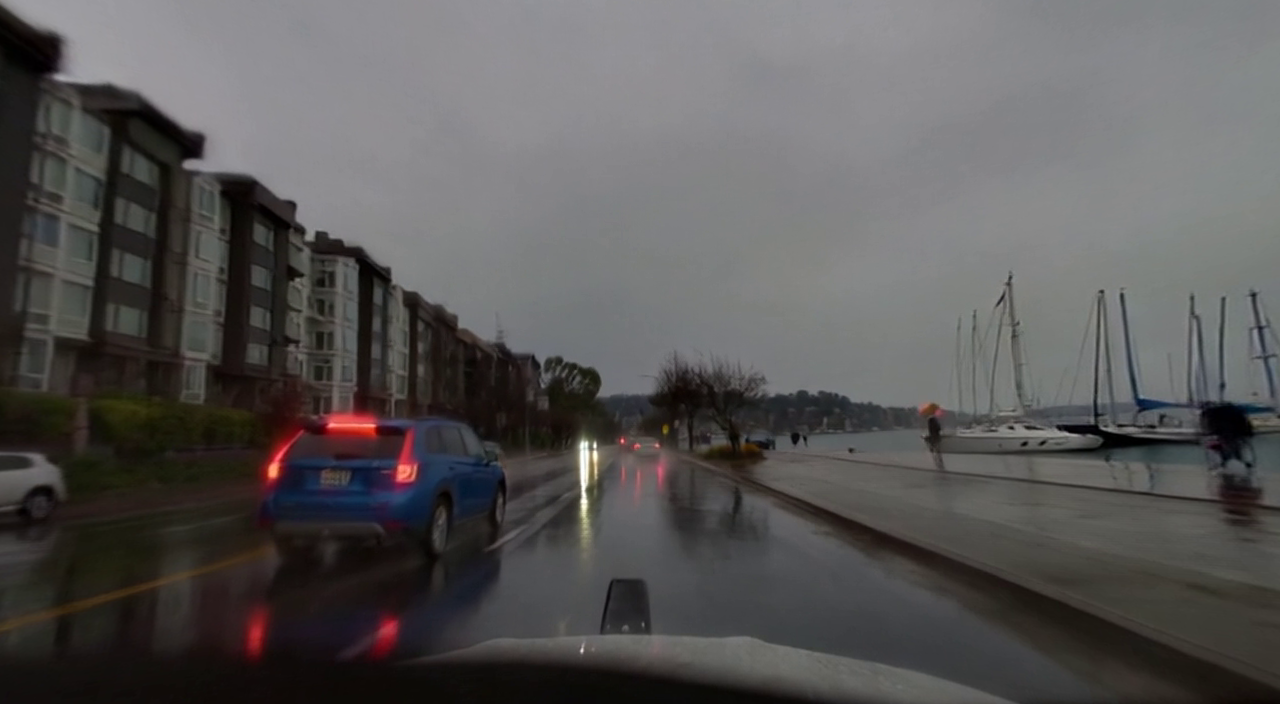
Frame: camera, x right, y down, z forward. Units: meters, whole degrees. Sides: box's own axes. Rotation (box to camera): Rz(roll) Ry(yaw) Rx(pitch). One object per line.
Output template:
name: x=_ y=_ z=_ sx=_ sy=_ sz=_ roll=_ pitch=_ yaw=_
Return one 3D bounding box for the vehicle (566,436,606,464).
vehicle: x=-3.338 y=6.190 z=39.894 sx=2.056 sy=1.680 sz=4.205 roll=-1 pitch=-8 yaw=1

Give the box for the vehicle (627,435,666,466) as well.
vehicle: x=0.338 y=5.519 z=35.376 sx=2.057 sy=1.624 sz=3.726 roll=-1 pitch=-9 yaw=0

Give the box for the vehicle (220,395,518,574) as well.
vehicle: x=-3.259 y=1.719 z=8.925 sx=2.082 sy=1.817 sz=4.724 roll=-1 pitch=-9 yaw=0
